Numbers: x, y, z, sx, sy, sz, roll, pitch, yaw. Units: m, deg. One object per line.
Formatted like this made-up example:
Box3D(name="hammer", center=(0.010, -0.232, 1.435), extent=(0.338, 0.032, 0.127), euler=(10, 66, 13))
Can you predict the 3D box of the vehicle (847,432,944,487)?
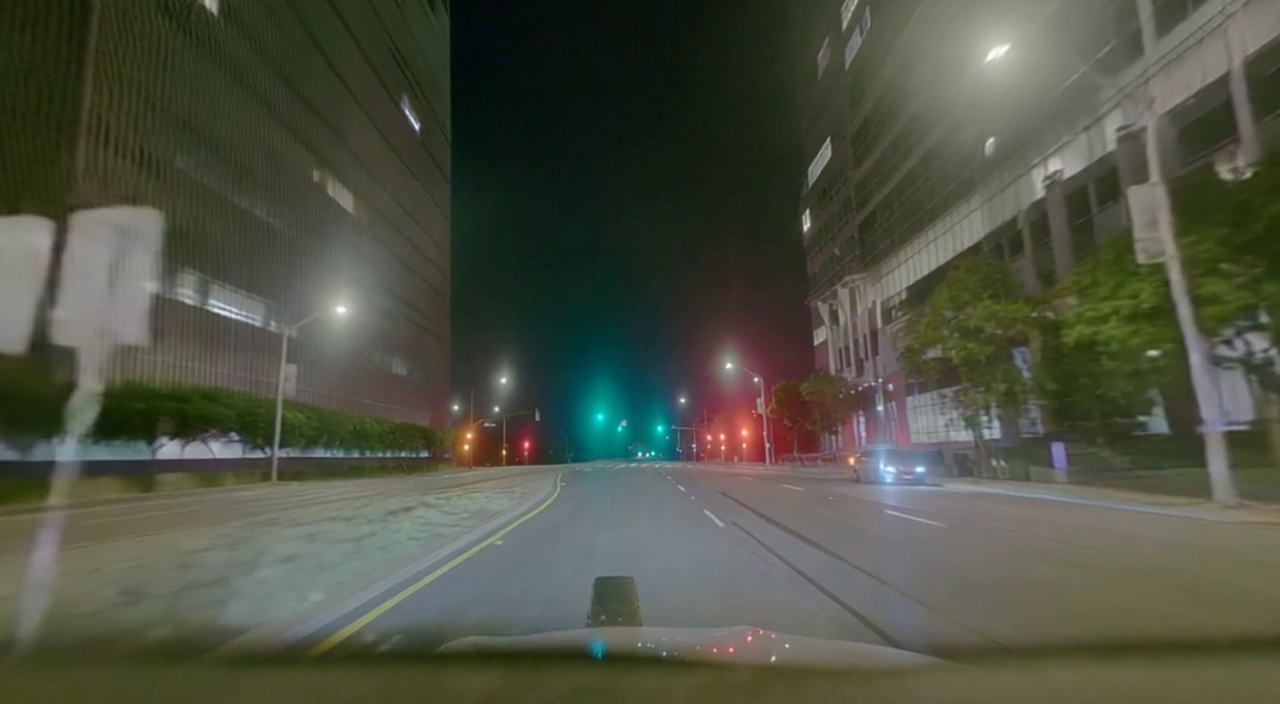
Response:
Box3D(name="vehicle", center=(10.016, 4.283, 25.201), extent=(2.101, 1.957, 4.718), euler=(0, -9, 3))
